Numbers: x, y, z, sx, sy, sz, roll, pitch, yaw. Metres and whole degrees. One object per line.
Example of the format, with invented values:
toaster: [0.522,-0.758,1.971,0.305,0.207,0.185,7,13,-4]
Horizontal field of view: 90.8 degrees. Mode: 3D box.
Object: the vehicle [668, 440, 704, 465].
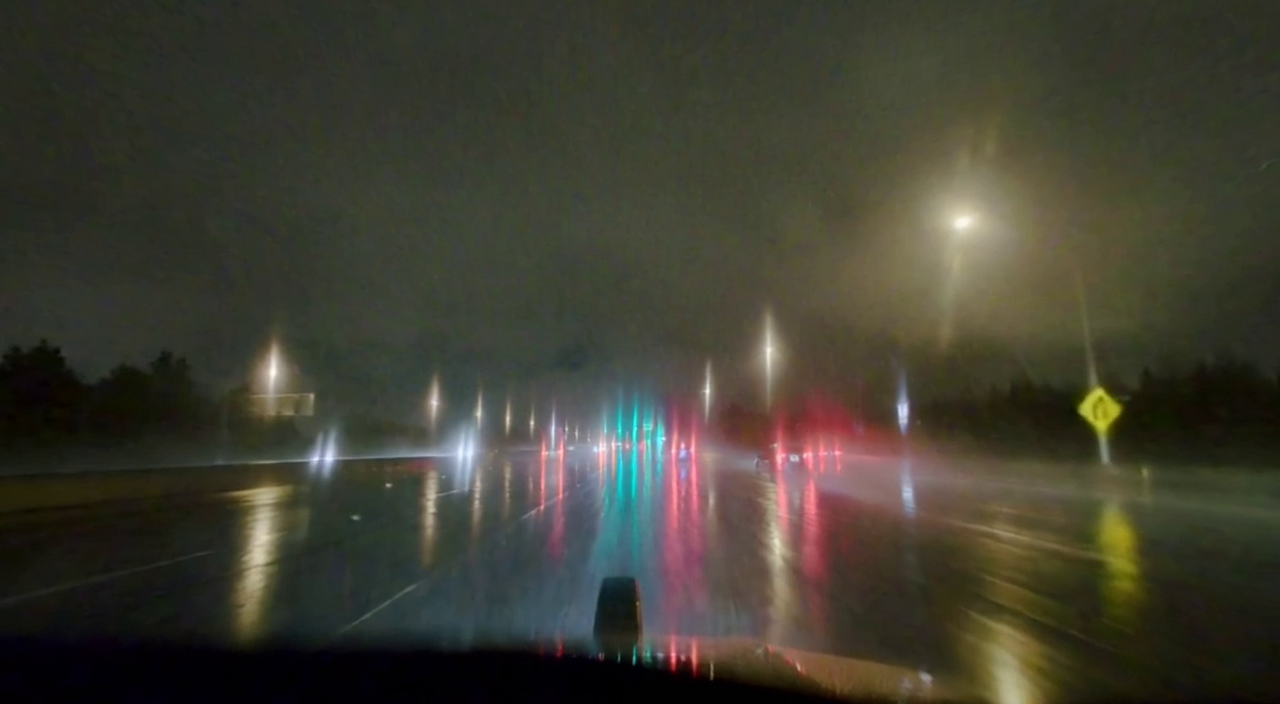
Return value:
vehicle: [3.424,7.643,48.006,2.166,1.770,4.703,0,-9,-2]
